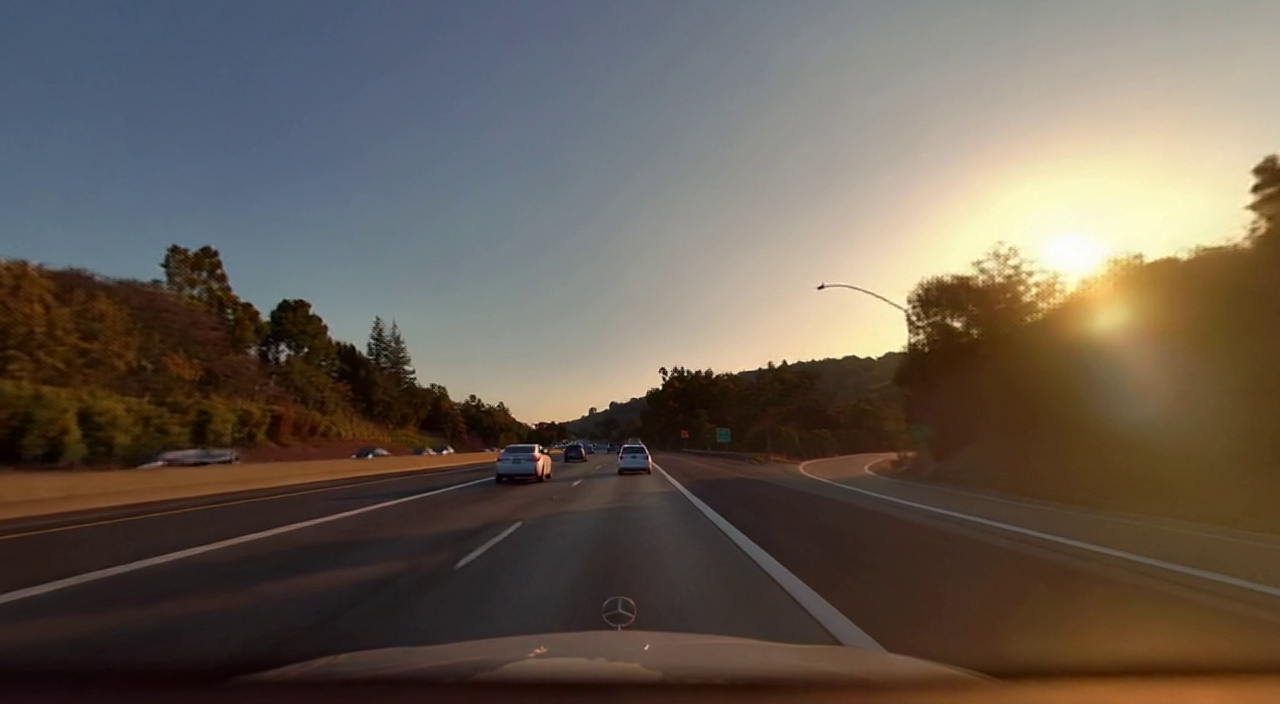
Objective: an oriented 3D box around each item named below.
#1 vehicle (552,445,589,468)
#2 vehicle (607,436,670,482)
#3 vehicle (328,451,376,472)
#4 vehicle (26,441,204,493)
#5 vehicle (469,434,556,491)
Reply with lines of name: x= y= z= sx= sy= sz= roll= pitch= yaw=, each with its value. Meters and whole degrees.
vehicle: x=-4.800 y=7.250 z=43.963 sx=2.084 sy=1.528 sz=4.094 roll=0 pitch=-8 yaw=0
vehicle: x=-0.091 y=4.397 z=26.294 sx=2.378 sy=1.750 sz=4.355 roll=0 pitch=-8 yaw=-1
vehicle: x=-21.427 y=8.137 z=47.211 sx=1.776 sy=1.421 sz=3.933 roll=0 pitch=-8 yaw=-1
vehicle: x=-17.510 y=3.828 z=21.493 sx=2.069 sy=1.557 sz=4.685 roll=0 pitch=-8 yaw=-1
vehicle: x=-4.203 y=3.719 z=21.553 sx=2.044 sy=1.717 sz=4.421 roll=0 pitch=-8 yaw=0
